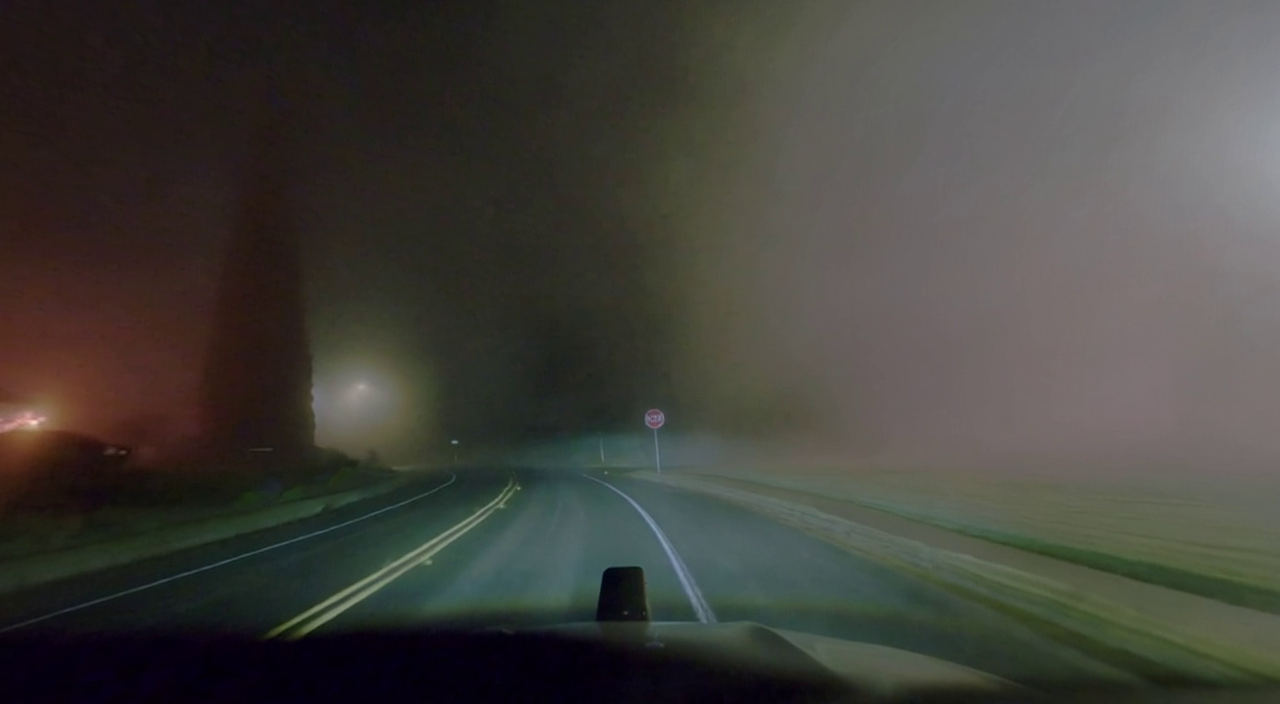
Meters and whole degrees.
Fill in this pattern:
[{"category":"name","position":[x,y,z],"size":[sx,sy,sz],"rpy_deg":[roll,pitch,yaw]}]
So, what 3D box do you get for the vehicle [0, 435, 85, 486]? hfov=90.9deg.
[{"category":"vehicle","position":[-26.724,4.656,27.368],"size":[2.063,2.001,5.448],"rpy_deg":[3,-9,-21]}]
